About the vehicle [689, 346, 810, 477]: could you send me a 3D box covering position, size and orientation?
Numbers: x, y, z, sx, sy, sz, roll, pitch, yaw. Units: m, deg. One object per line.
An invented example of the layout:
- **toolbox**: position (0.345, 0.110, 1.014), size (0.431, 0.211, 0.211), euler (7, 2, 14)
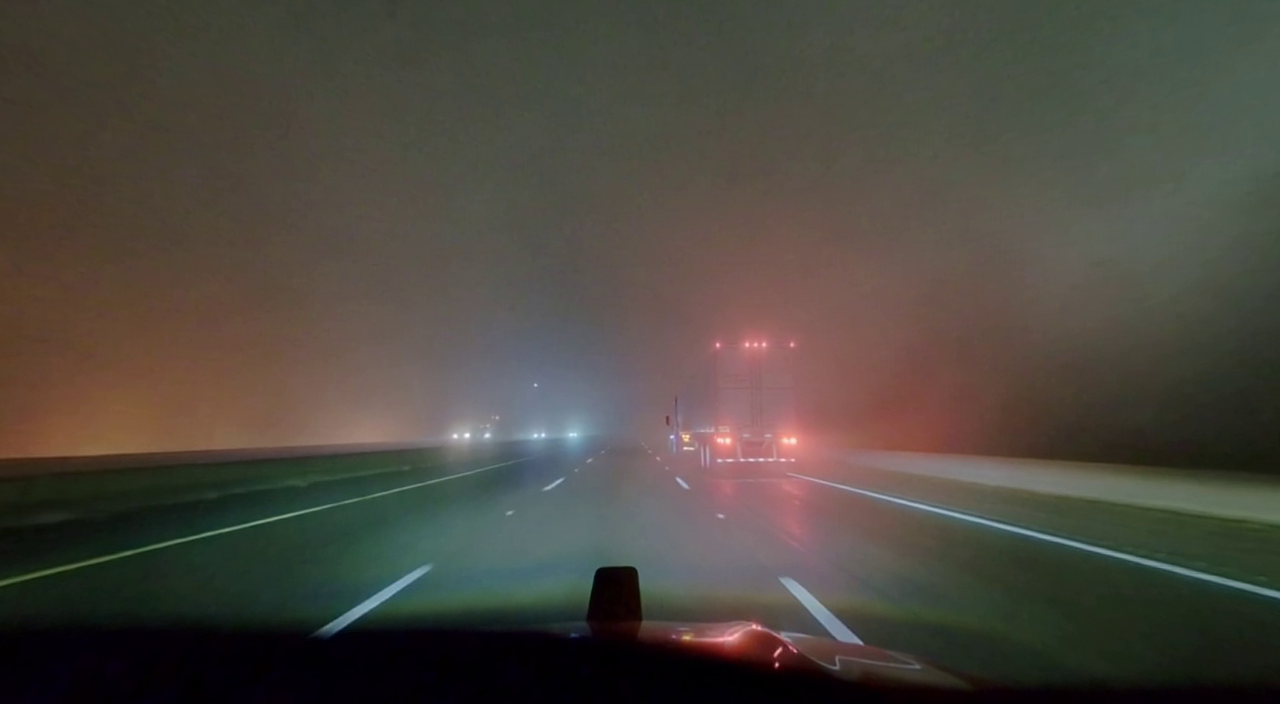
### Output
- **vehicle**: position (3.660, 2.349, 23.438), size (2.859, 3.981, 8.596), euler (0, -8, -1)
